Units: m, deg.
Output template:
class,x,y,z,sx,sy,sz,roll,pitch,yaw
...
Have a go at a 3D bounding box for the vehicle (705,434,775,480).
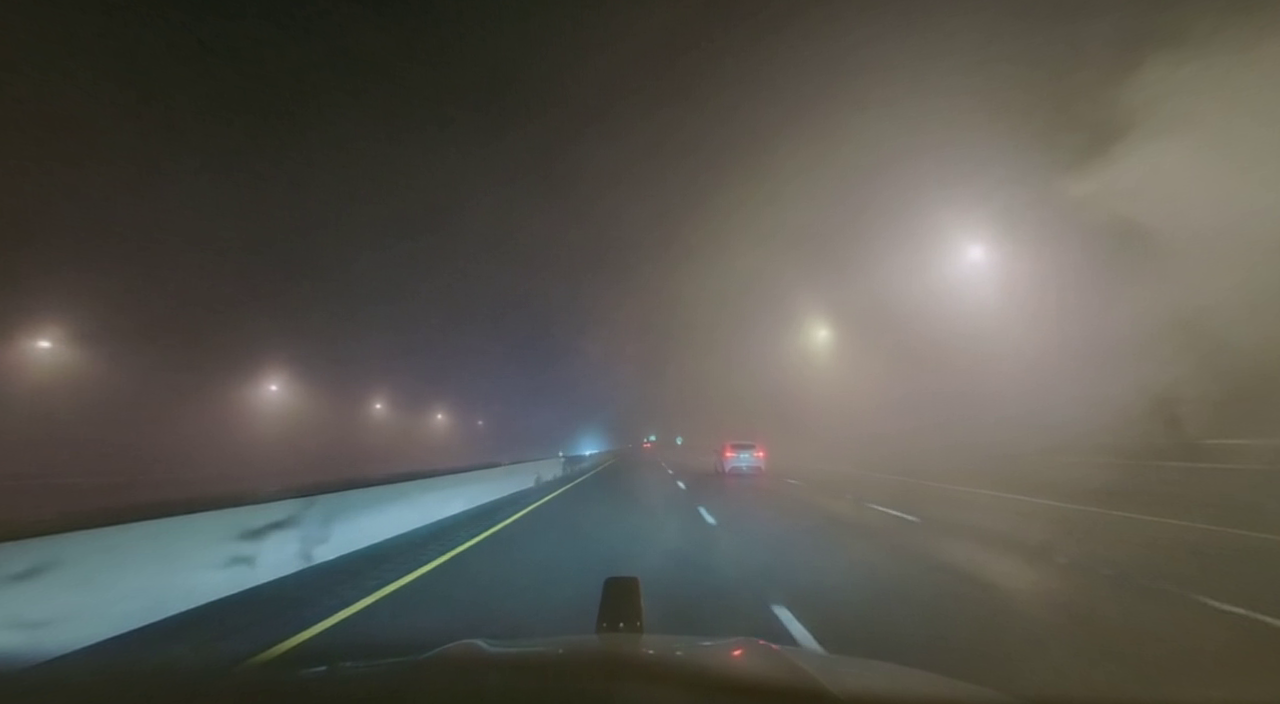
class,x,y,z,sx,sy,sz,roll,pitch,yaw
vehicle,3.535,3.800,23.161,1.874,1.506,4.116,0,-8,0
